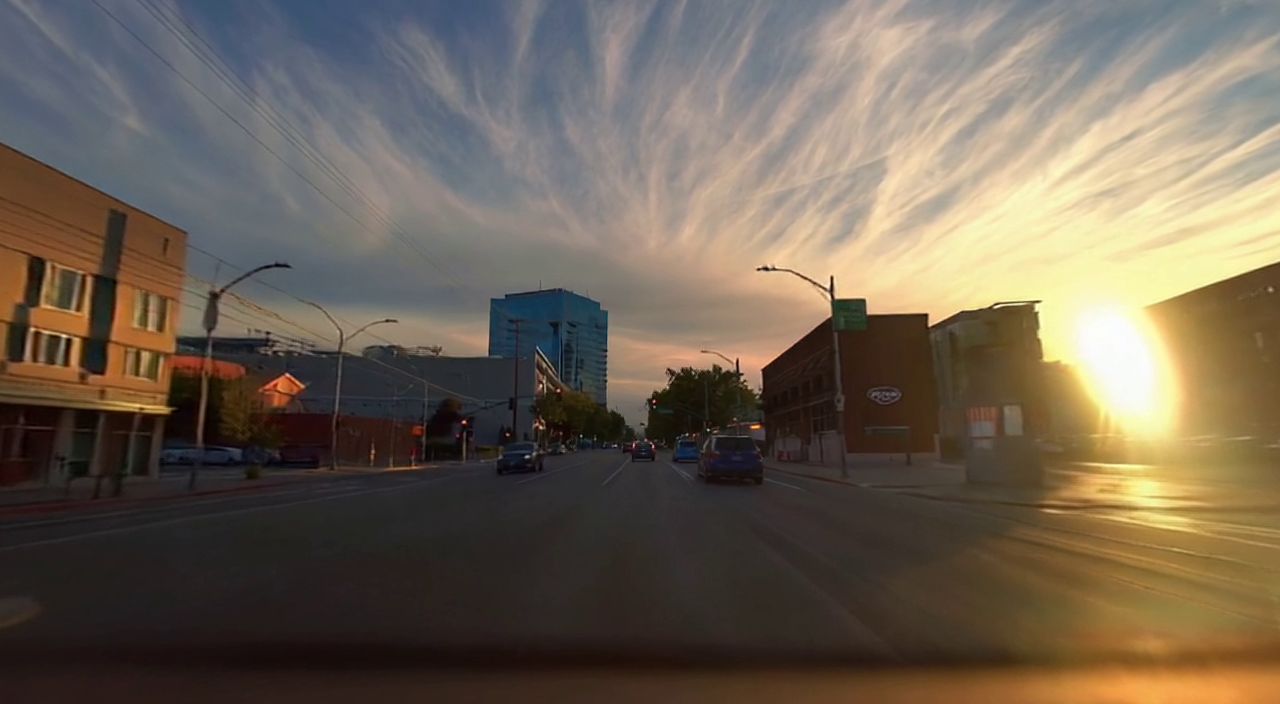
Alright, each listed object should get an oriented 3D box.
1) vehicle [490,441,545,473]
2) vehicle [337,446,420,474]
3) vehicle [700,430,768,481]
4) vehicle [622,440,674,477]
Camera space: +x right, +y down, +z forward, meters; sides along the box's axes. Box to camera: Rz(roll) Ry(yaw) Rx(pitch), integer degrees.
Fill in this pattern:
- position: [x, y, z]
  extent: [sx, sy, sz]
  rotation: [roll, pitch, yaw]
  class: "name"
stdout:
- position: [-6.868, 5.934, 35.778]
  extent: [2.200, 1.666, 4.126]
  rotation: [0, -9, 1]
  class: "vehicle"
- position: [-19.736, 8.142, 47.668]
  extent: [5.223, 2.060, 2.247]
  rotation: [0, -8, 1]
  class: "vehicle"
- position: [3.859, 4.382, 26.802]
  extent: [2.159, 1.938, 4.836]
  rotation: [0, -9, 0]
  class: "vehicle"
- position: [0.370, 4.954, 29.561]
  extent: [2.245, 1.587, 4.094]
  rotation: [0, -9, 1]
  class: "vehicle"
